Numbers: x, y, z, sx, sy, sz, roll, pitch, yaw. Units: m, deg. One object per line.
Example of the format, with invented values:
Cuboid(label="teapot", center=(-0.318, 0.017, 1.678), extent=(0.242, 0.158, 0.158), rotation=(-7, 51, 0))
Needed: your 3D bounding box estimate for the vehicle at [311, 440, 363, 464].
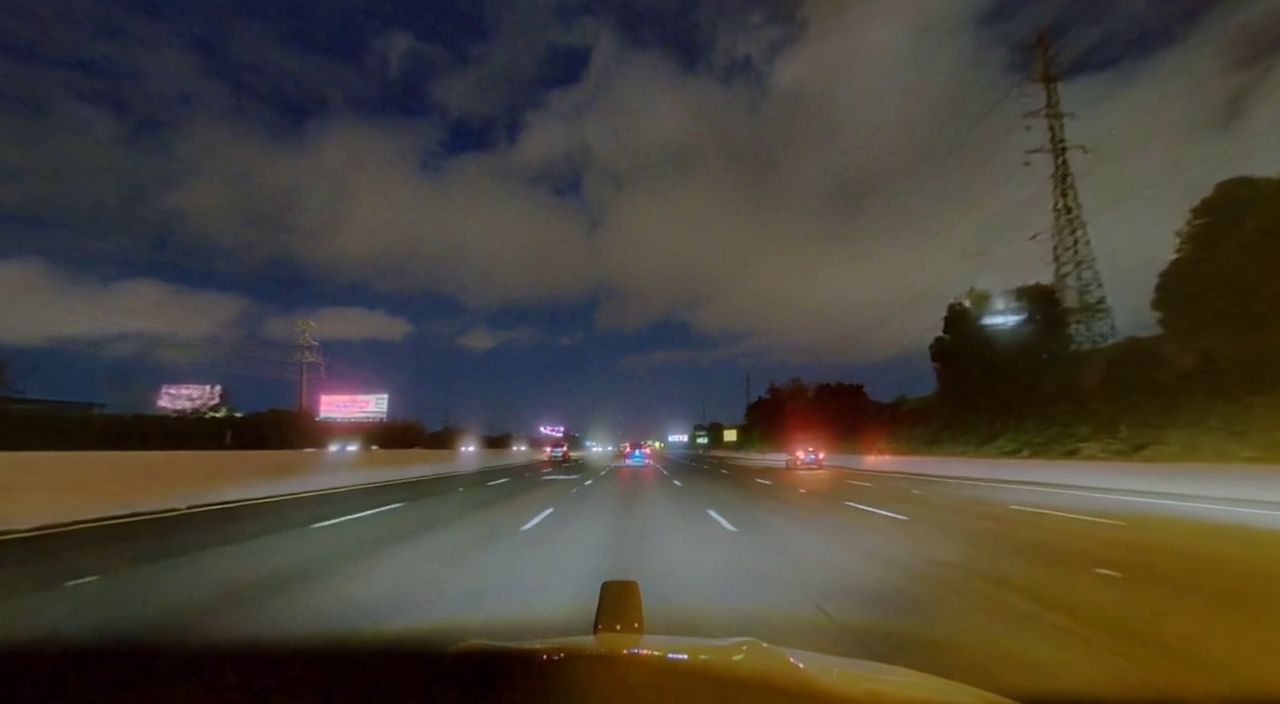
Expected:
Cuboid(label="vehicle", center=(-20.484, 6.769, 42.847), extent=(1.679, 1.560, 3.637), rotation=(0, -9, 0))

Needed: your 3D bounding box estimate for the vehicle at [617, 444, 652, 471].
Cuboid(label="vehicle", center=(-0.361, 6.598, 39.597), extent=(2.074, 1.574, 3.971), rotation=(0, -9, -1))
